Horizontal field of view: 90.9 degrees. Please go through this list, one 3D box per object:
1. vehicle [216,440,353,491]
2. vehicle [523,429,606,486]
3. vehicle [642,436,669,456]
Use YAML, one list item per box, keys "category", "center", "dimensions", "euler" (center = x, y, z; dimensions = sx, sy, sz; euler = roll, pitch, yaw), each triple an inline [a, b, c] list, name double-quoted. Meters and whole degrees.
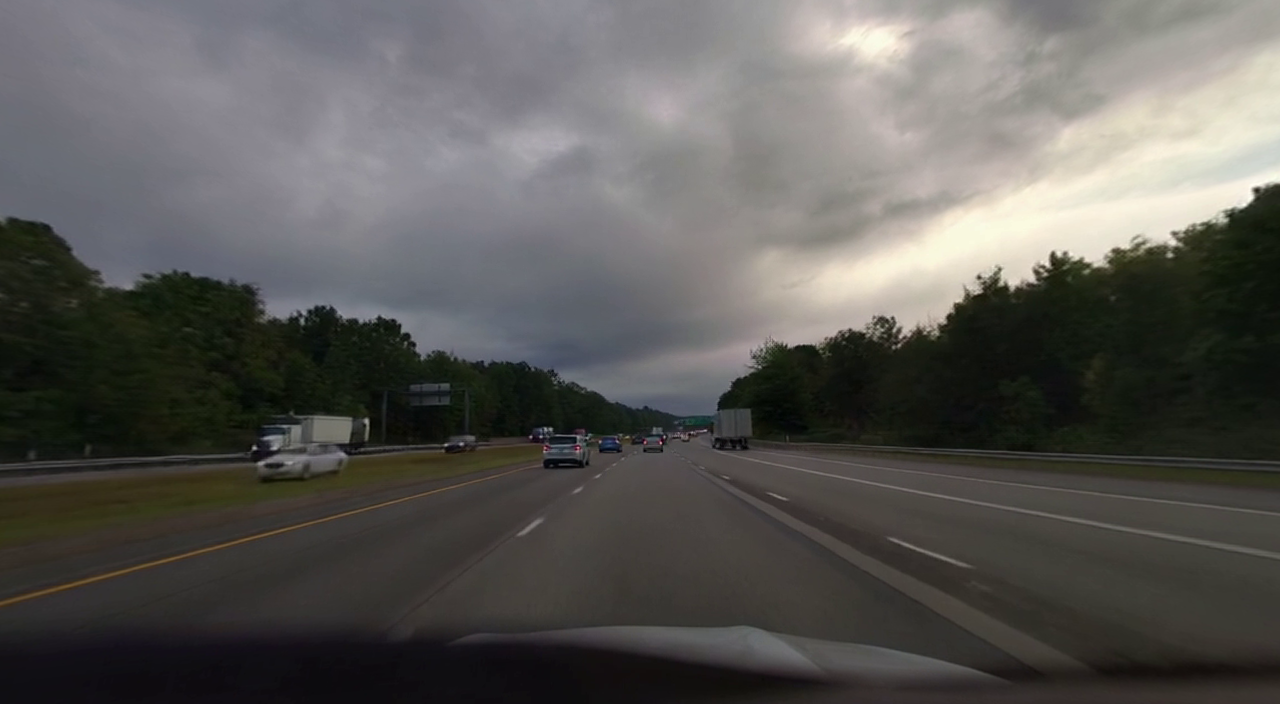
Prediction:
- category: "vehicle"
  center: [-11.568, 3.680, 20.959]
  dimensions: [1.881, 1.449, 4.521]
  euler: [0, -8, 1]
- category: "vehicle"
  center: [-2.256, 3.291, 20.102]
  dimensions: [2.137, 1.618, 4.209]
  euler: [0, -8, 0]
- category: "vehicle"
  center: [1.139, 7.067, 47.539]
  dimensions: [2.004, 1.465, 3.842]
  euler: [0, -8, 1]
